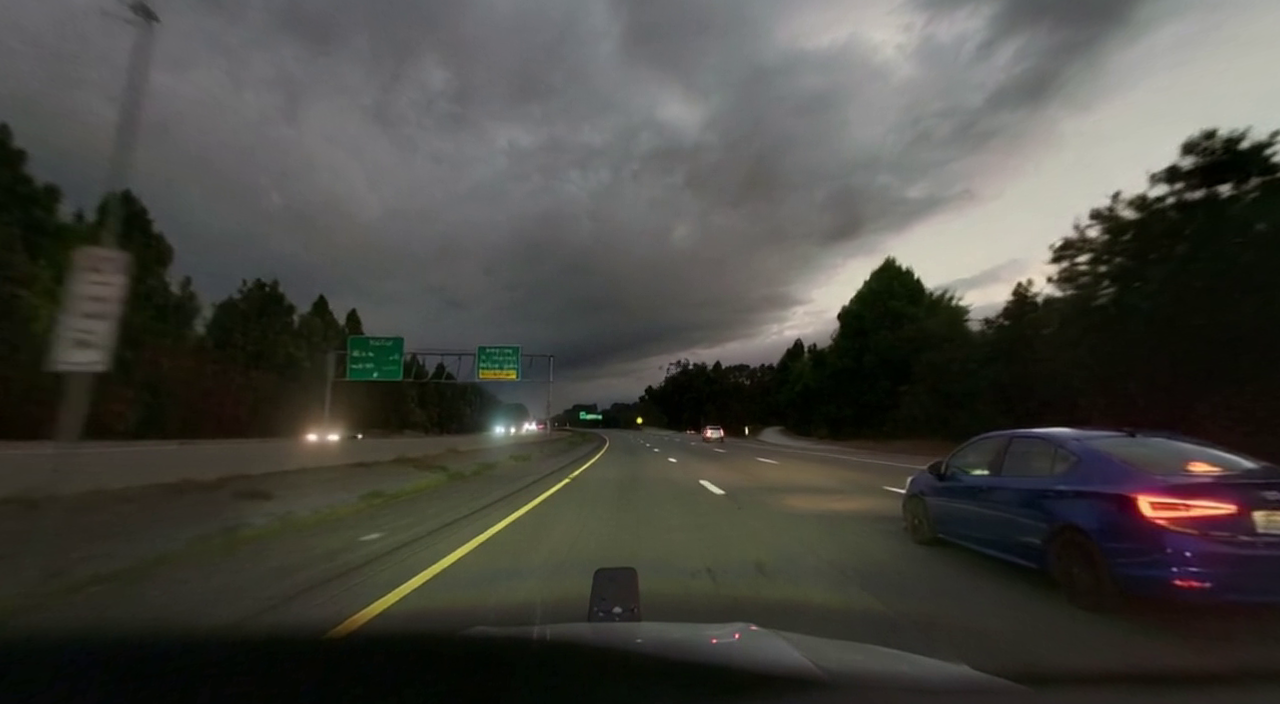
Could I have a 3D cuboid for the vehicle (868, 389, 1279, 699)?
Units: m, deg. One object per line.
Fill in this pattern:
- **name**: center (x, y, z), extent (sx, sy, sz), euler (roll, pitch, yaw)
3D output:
- **vehicle**: center (3.653, 1.179, 5.123), extent (1.977, 1.443, 4.225), euler (0, -8, -1)
